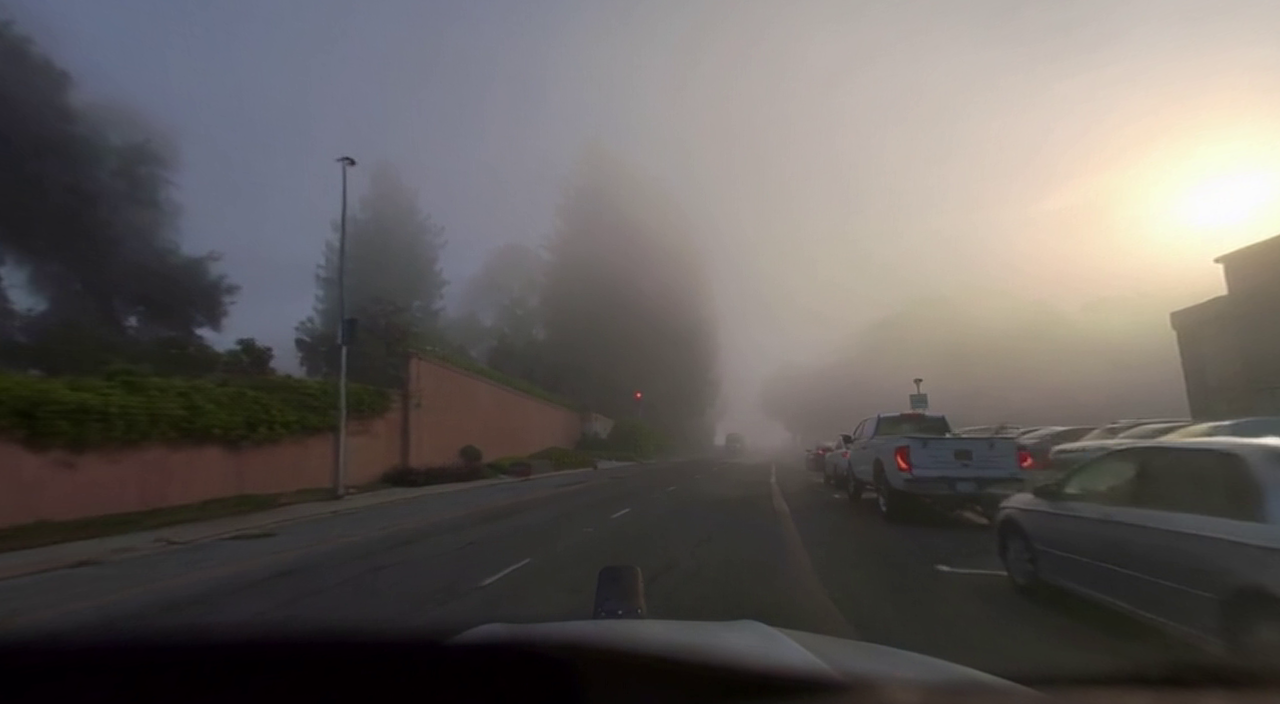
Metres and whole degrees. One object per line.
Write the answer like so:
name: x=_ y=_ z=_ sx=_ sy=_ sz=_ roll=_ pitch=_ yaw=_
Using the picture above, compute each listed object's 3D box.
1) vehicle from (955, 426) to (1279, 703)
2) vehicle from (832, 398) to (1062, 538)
vehicle: x=3.877 y=1.237 z=4.035 sx=1.887 sy=1.439 sz=4.687 roll=-1 pitch=-9 yaw=8
vehicle: x=5.392 y=2.148 z=12.394 sx=2.291 sy=1.981 sz=6.444 roll=-2 pitch=-9 yaw=10
